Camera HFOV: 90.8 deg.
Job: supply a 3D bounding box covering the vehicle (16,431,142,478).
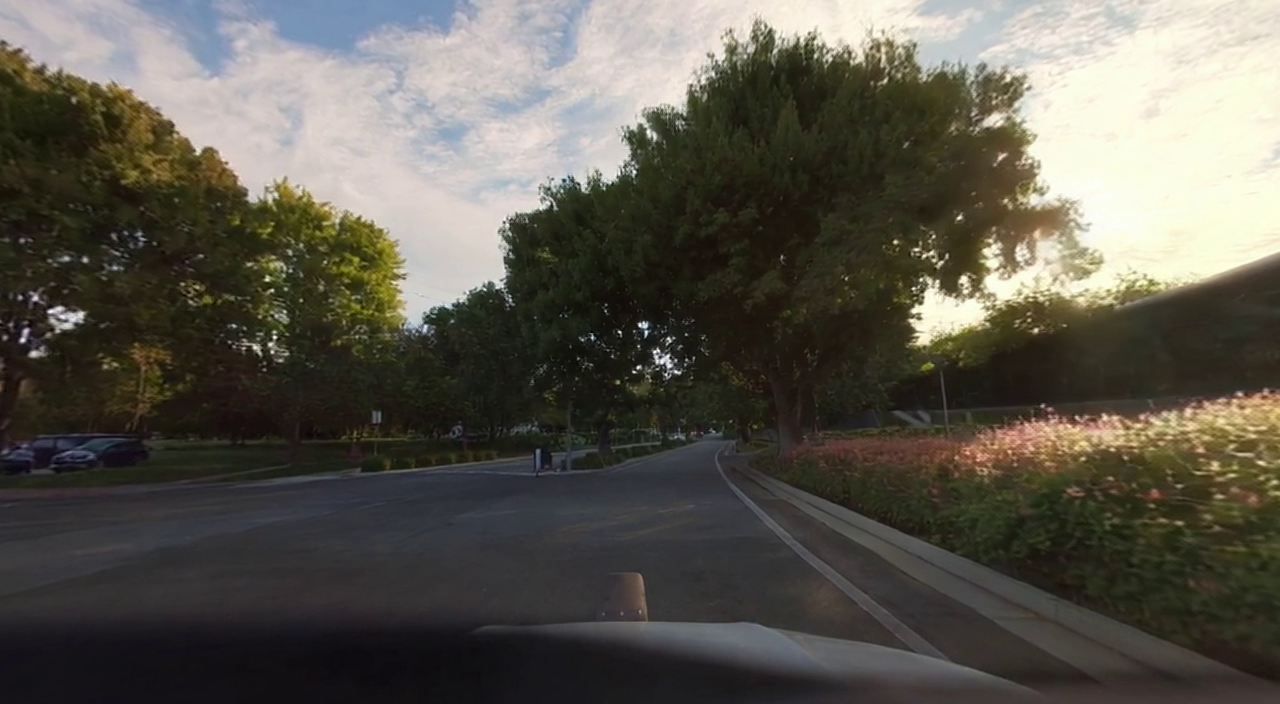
[{"bbox_3d":[-28.373,5.169,32.056,4.733,1.892,1.939,-4,-5,2],"label":"vehicle"}]
